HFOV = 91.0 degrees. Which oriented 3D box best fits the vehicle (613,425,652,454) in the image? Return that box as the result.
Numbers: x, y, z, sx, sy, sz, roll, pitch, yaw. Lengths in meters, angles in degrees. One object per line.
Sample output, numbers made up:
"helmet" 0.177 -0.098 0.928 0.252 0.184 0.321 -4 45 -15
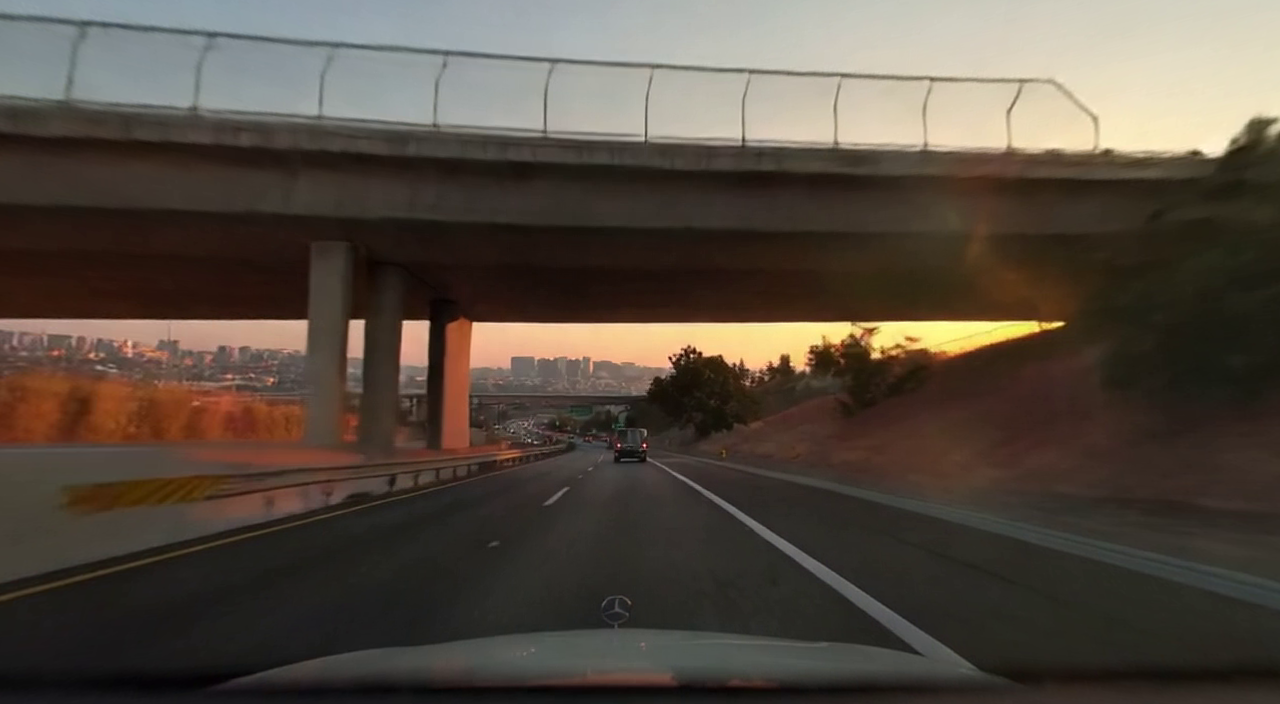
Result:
"vehicle" -0.523 5.357 38.674 2.157 1.647 4.524 0 -8 -4
